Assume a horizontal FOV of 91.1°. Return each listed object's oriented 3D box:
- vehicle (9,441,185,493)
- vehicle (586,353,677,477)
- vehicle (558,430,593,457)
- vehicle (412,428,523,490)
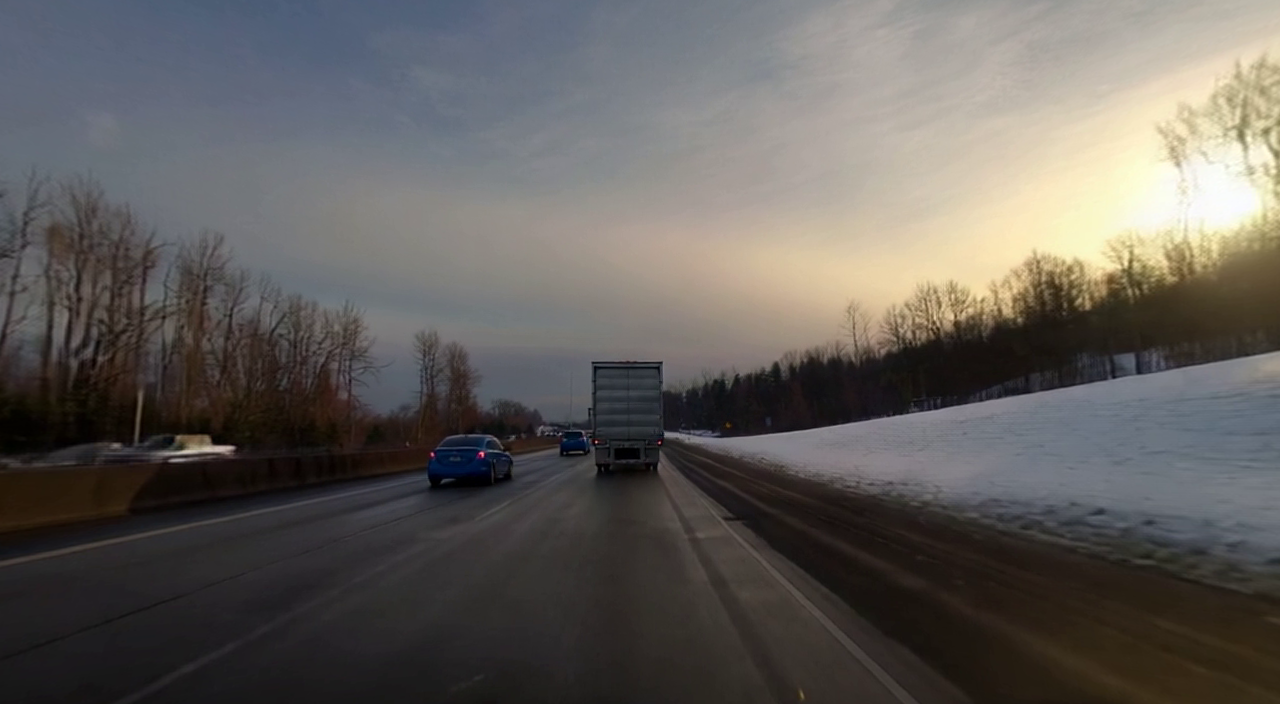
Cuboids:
[{"bbox_3d":[-18.068,3.797,21.301,1.883,1.499,4.621,0,-8,0],"label":"vehicle"},{"bbox_3d":[-0.384,2.723,25.614,2.953,4.041,10.072,0,-8,-1],"label":"vehicle"},{"bbox_3d":[-4.542,6.505,44.896,2.019,1.834,4.644,0,-8,0],"label":"vehicle"},{"bbox_3d":[-4.772,3.007,18.122,1.931,1.539,4.441,0,-8,0],"label":"vehicle"}]
